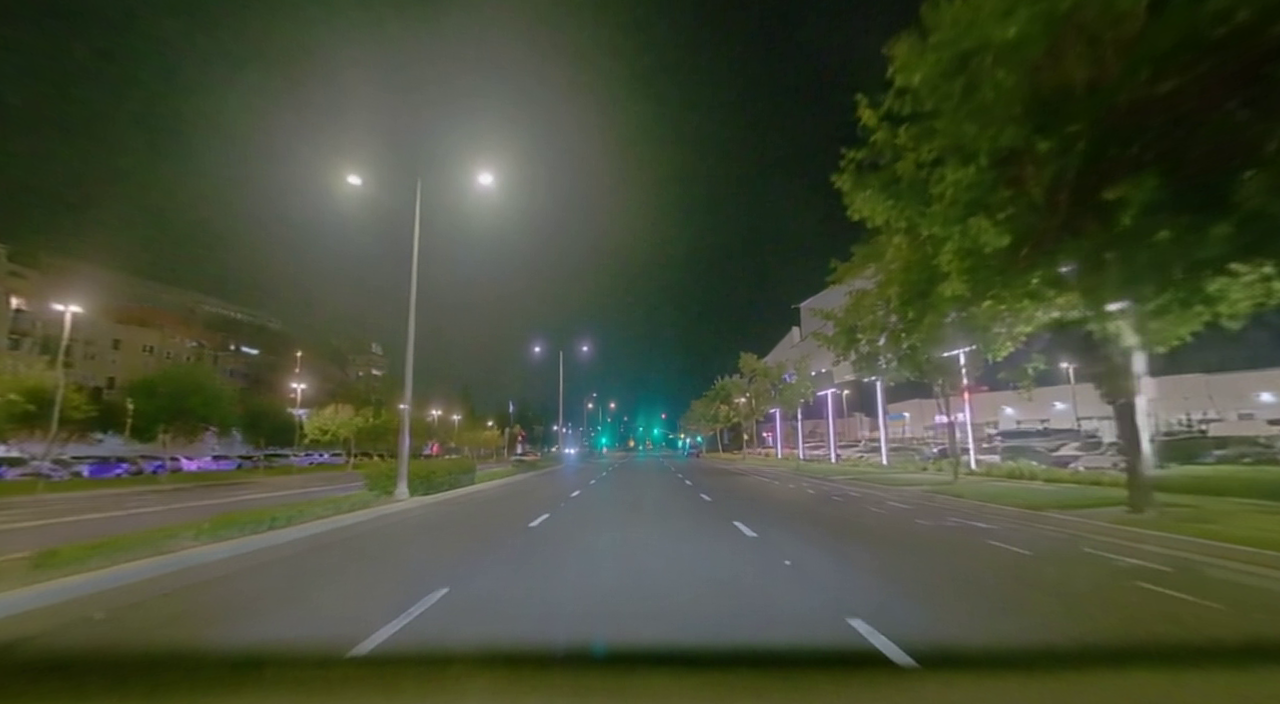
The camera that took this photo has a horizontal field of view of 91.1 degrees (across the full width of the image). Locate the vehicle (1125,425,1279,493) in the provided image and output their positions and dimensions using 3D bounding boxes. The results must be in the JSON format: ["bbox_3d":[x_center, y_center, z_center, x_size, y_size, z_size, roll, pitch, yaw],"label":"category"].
[{"bbox_3d":[17.067,3.033,17.935,4.720,1.769,2.229,1,-9,-6],"label":"vehicle"}]

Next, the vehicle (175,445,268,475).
[{"bbox_3d":[-29.413,7.572,44.178,5.319,1.985,2.410,-2,-9,16],"label":"vehicle"}]

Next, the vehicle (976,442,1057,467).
[{"bbox_3d":[27.310,7.437,45.607,4.478,1.746,2.159,0,-8,2],"label":"vehicle"}]

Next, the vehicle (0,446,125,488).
[{"bbox_3d":[-29.097,5.642,31.296,2.199,1.859,5.442,0,-8,-1],"label":"vehicle"}]

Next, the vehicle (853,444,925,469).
[{"bbox_3d":[16.856,7.016,42.473,4.313,1.584,2.282,5,-9,-29],"label":"vehicle"}]

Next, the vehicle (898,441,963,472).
[{"bbox_3d":[18.855,6.734,40.675,3.754,1.844,2.002,5,-10,-32],"label":"vehicle"}]
